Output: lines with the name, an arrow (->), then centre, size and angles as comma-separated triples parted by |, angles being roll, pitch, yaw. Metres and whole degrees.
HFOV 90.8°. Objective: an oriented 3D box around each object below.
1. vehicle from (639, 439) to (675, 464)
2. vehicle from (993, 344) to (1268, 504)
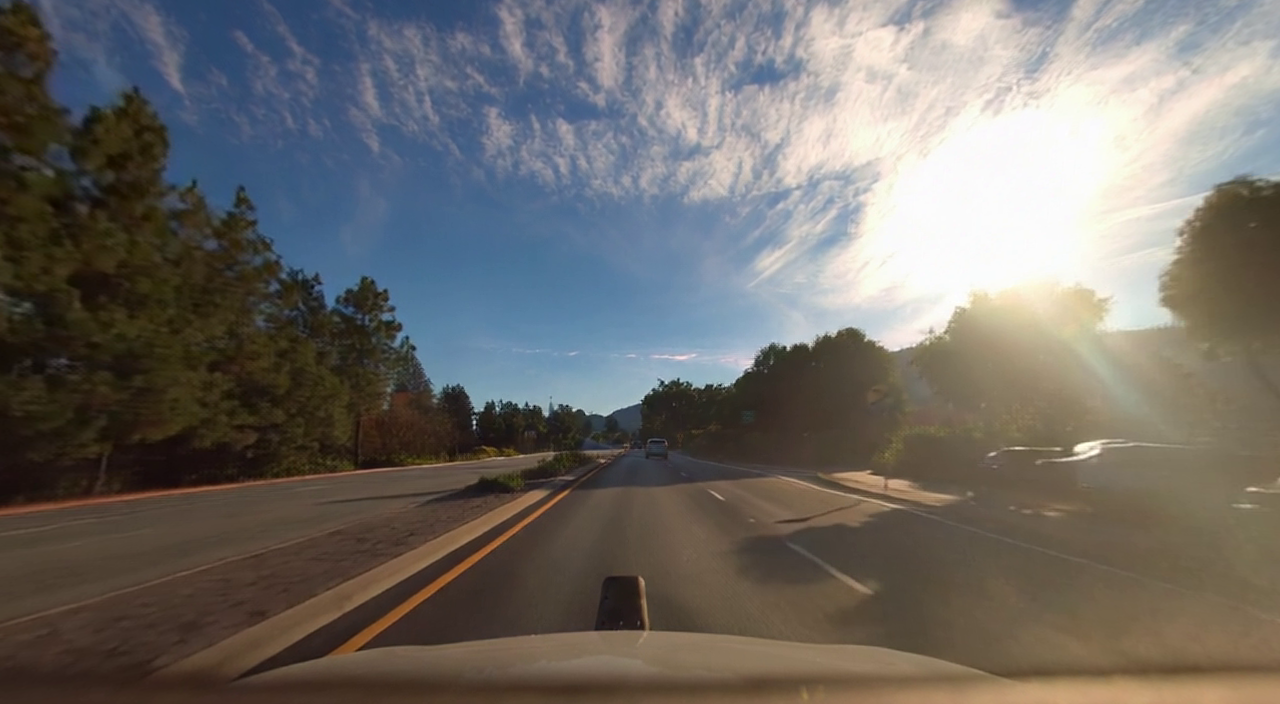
vehicle -> 1.208, 7.392, 47.022 | 2.183, 1.744, 4.424 | 1, -9, -4
vehicle -> 10.986, 1.762, 14.907 | 3.250, 3.147, 4.411 | -1, -9, 11
